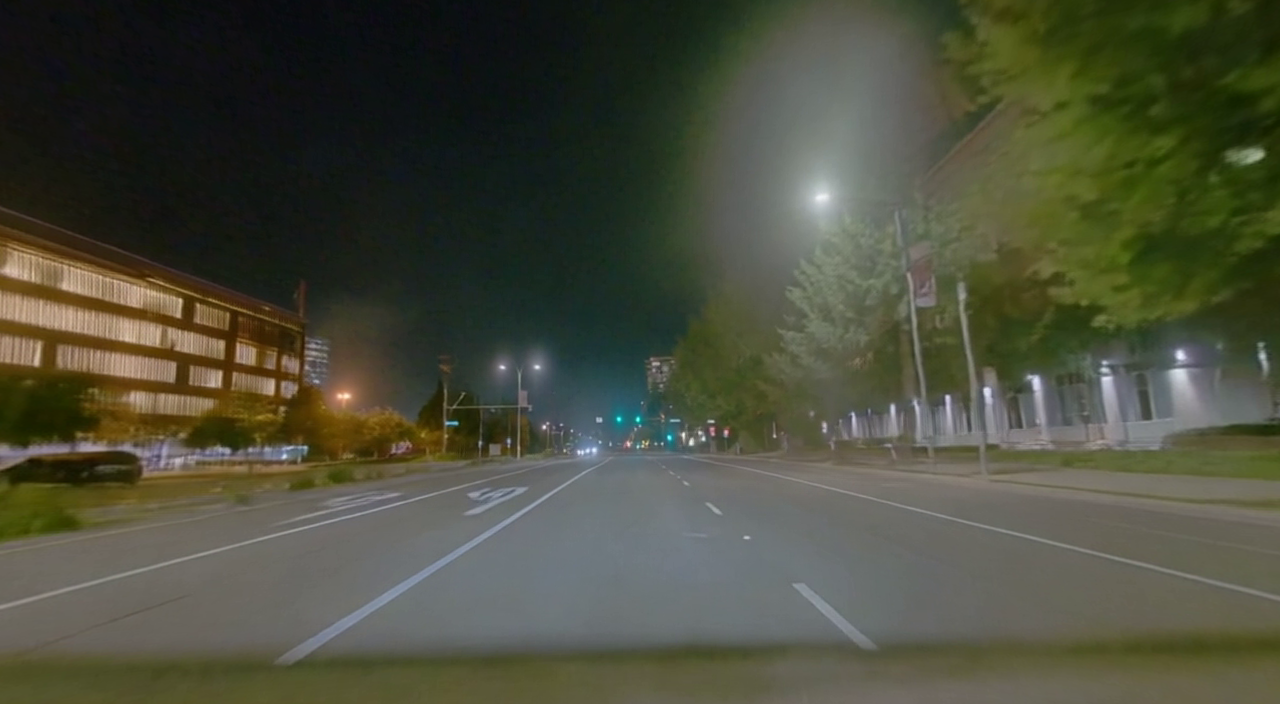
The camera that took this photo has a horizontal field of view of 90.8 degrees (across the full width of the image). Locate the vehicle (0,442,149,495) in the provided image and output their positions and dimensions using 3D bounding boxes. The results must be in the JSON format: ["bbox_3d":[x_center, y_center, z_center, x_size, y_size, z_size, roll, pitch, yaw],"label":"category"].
[{"bbox_3d":[-29.705,6.062,32.665,6.271,2.087,2.748,-4,-14,0],"label":"vehicle"}]
